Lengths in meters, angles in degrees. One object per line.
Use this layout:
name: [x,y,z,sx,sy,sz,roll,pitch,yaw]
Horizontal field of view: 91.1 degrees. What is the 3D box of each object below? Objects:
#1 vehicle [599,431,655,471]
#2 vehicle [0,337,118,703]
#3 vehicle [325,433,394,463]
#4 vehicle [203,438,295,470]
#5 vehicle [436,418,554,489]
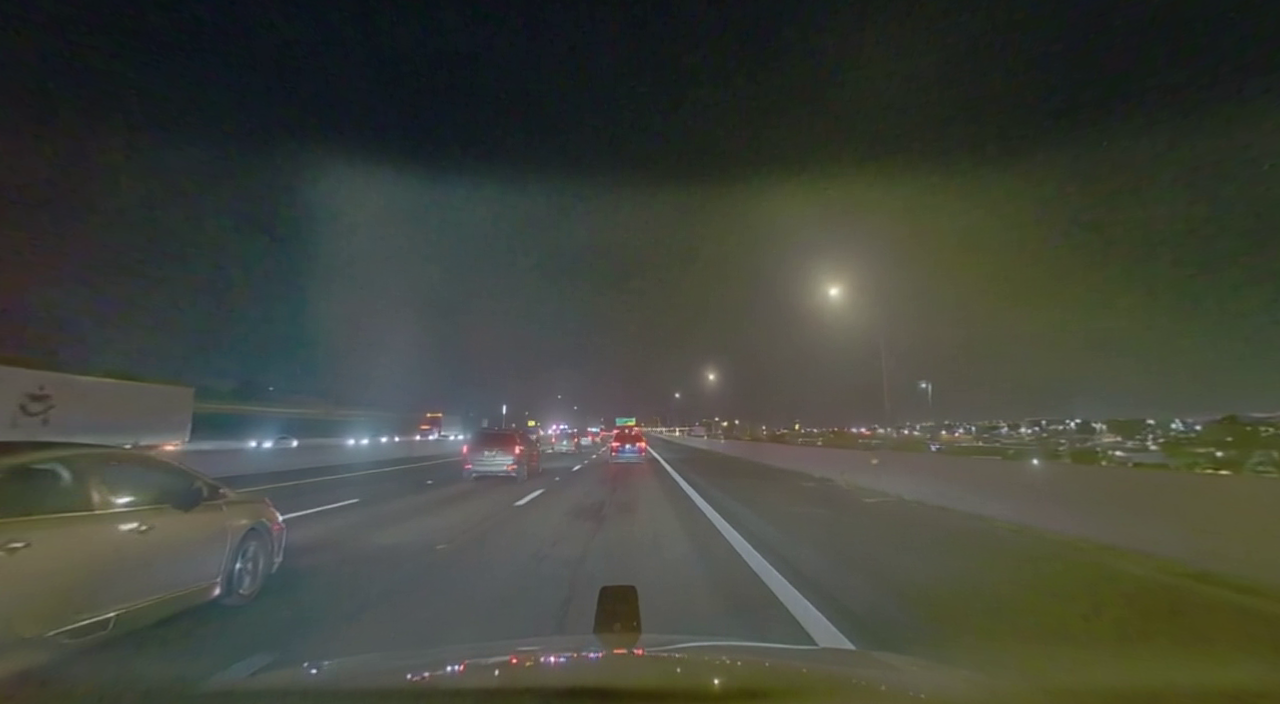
vehicle: [-0.483,3.882,24.902,2.070,1.452,3.834,0,-8,0]
vehicle: [-3.810,0.579,1.090,2.107,1.703,4.274,0,-8,0]
vehicle: [-15.576,5.338,35.158,1.982,1.516,4.137,0,-8,0]
vehicle: [-19.485,5.049,31.539,1.864,1.483,4.219,0,-8,1]
vehicle: [-3.843,2.782,17.629,2.154,1.690,4.595,0,-8,1]
